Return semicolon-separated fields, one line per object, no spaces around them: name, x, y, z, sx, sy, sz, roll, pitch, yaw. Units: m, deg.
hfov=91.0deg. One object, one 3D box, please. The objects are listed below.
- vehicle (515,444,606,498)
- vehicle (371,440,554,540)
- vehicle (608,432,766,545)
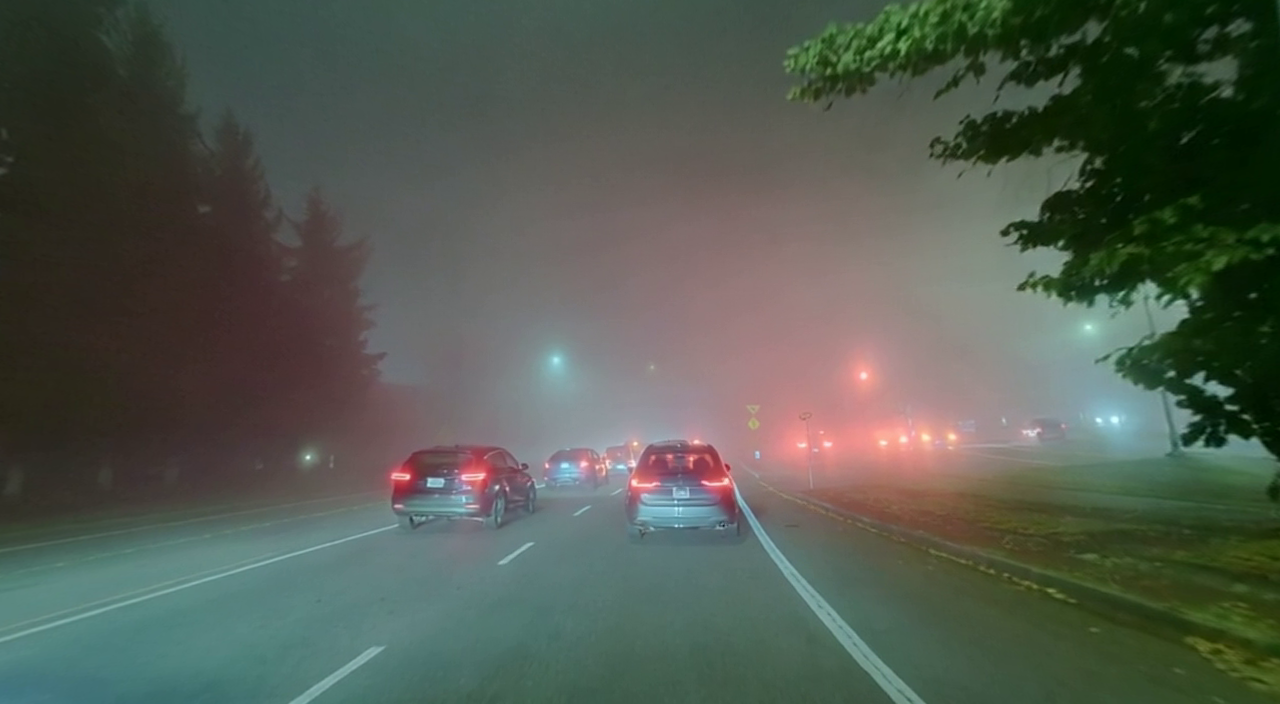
vehicle;-2.332;3.639;19.692;1.870;1.490;4.187;-1;-9;6
vehicle;-3.028;2.445;11.847;1.940;1.502;4.241;-1;-9;4
vehicle;0.687;2.190;10.736;2.142;1.528;4.133;0;-9;1
